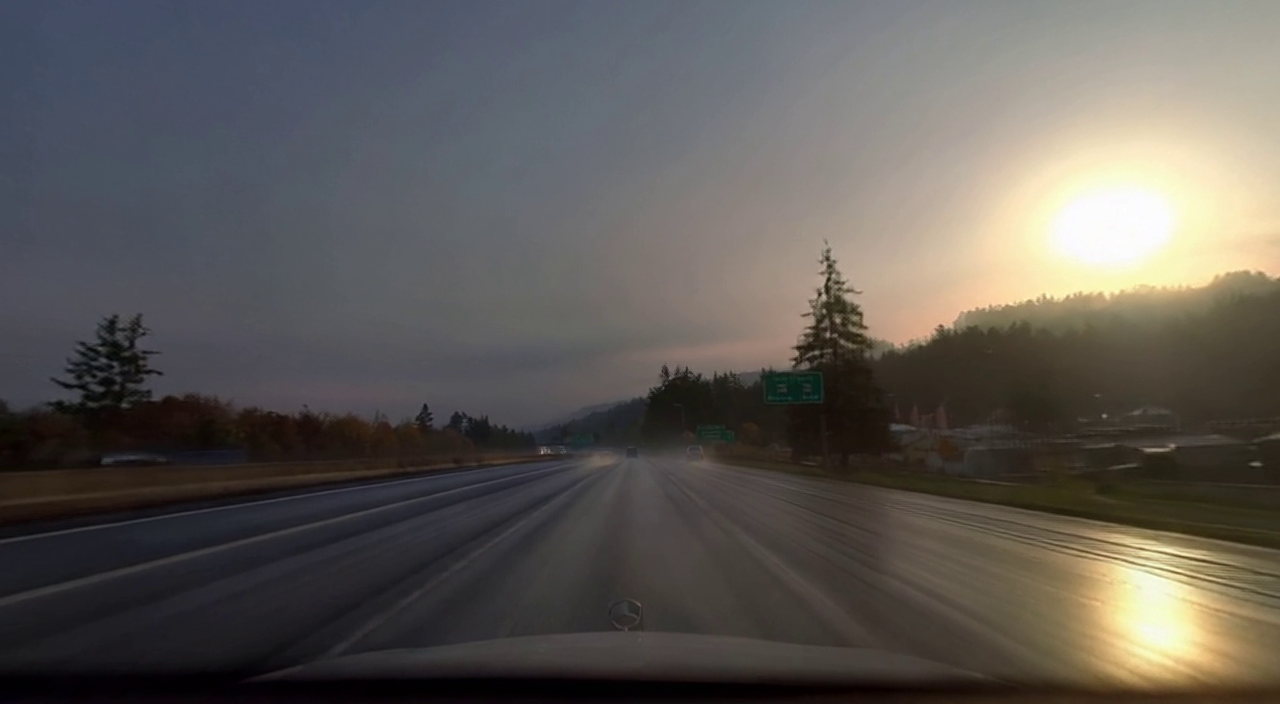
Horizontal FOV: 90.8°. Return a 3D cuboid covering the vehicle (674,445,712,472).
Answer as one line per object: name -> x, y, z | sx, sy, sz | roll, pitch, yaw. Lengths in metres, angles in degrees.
vehicle -> 3.632, 7.404, 43.911 | 2.133, 1.746, 4.511 | 0, -9, -1
